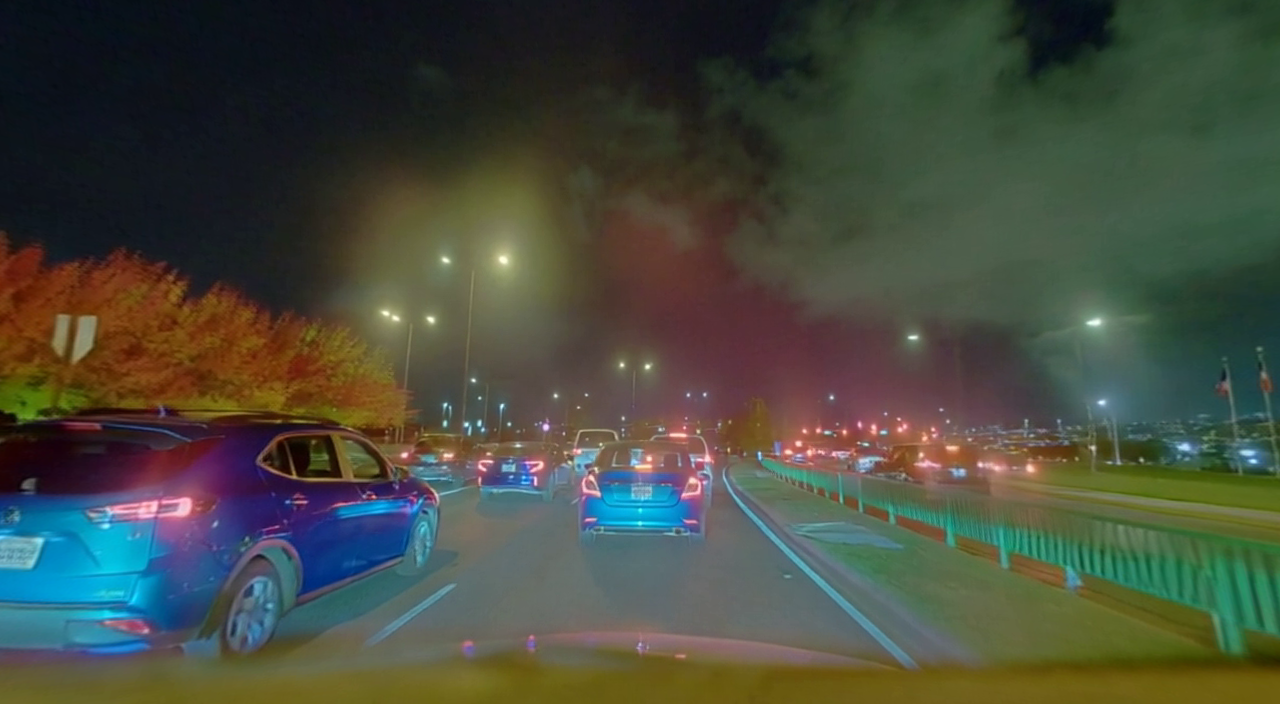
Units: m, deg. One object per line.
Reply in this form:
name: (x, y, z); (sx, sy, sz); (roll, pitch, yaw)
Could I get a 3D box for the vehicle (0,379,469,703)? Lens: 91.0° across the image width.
vehicle: (-3.108, 1.270, 5.189); (1.988, 1.635, 4.260); (0, -9, 3)

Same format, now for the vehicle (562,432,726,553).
vehicle: (0.188, 2.119, 10.246); (2.090, 1.506, 4.276); (0, -9, 4)

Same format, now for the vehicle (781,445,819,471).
vehicle: (10.178, 6.754, 40.268); (1.944, 1.544, 4.301); (-1, -9, 9)

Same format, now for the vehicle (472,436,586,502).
vehicle: (-2.874, 3.169, 17.459); (1.974, 1.549, 4.603); (0, -9, 5)

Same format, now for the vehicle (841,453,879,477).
vehicle: (14.709, 7.529, 42.246); (1.749, 1.481, 3.808); (-1, -9, 10)

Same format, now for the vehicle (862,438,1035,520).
vehicle: (7.058, 2.917, 15.069); (2.011, 1.610, 4.568); (0, -9, 3)
